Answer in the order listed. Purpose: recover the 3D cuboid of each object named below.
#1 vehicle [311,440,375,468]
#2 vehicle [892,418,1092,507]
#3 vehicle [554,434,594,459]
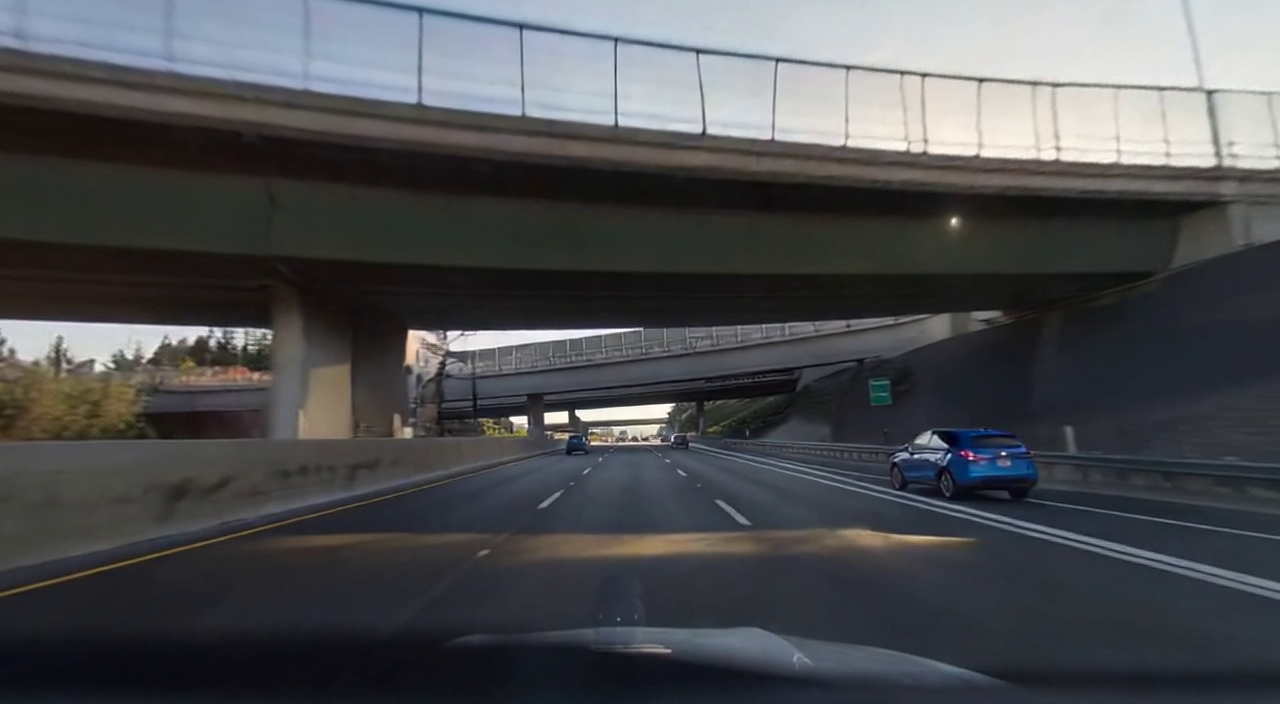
[{"bbox_3d":[-17.577,6.029,37.406,1.796,1.493,4.183,0,-8,-1],"label":"vehicle"},{"bbox_3d":[7.265,2.295,13.548,1.956,1.634,3.935,0,-8,-1],"label":"vehicle"},{"bbox_3d":[-4.026,5.829,38.991,2.032,1.465,4.316,0,-8,-1],"label":"vehicle"}]
